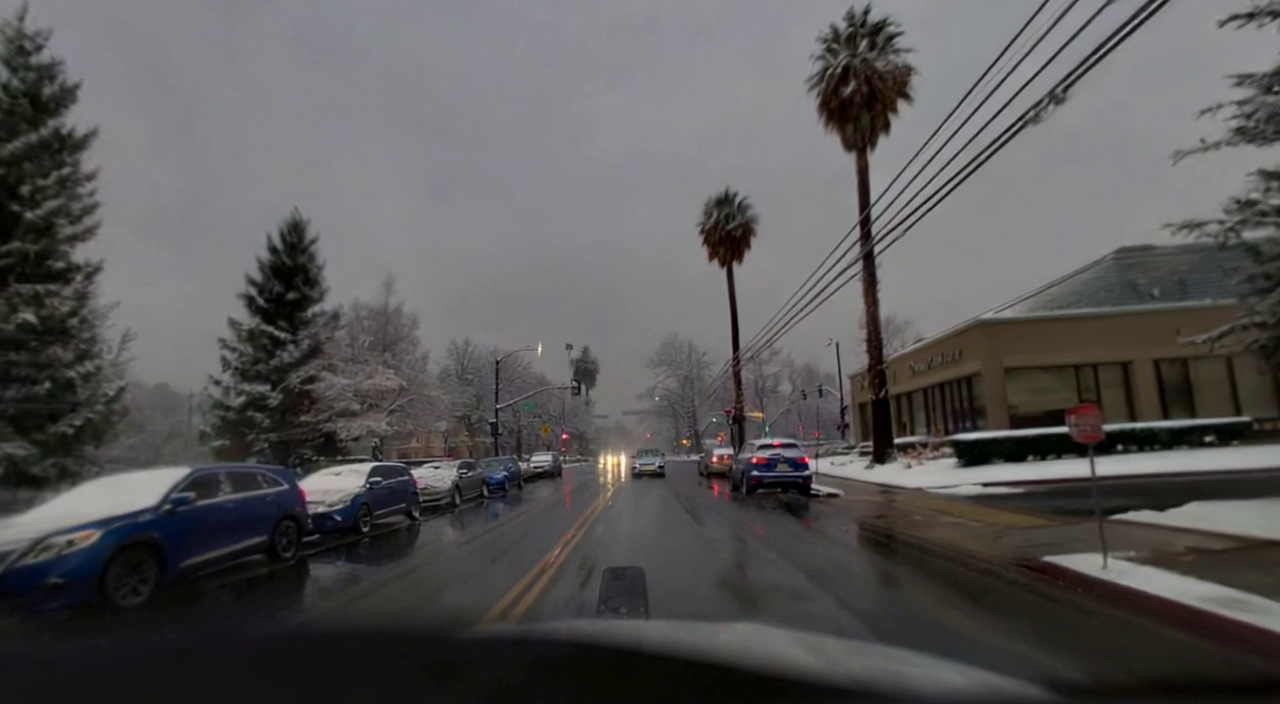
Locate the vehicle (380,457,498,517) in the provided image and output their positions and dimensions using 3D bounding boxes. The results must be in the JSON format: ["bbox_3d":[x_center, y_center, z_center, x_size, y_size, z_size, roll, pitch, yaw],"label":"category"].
[{"bbox_3d":[-5.844,3.952,19.006,1.874,1.472,4.668,-1,-8,2],"label":"vehicle"}]

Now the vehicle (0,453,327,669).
[{"bbox_3d":[-6.074,2.273,7.649,2.186,1.621,4.795,-10,-8,-4],"label":"vehicle"}]

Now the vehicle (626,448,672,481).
[{"bbox_3d":[0.393,5.275,29.913,2.060,1.452,4.078,0,-8,0],"label":"vehicle"}]

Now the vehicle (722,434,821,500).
[{"bbox_3d":[3.946,3.546,19.903,2.099,1.786,5.198,0,-8,1],"label":"vehicle"}]

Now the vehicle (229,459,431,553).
[{"bbox_3d":[-6.079,3.031,13.067,1.810,1.489,4.336,-1,-8,3],"label":"vehicle"}]
